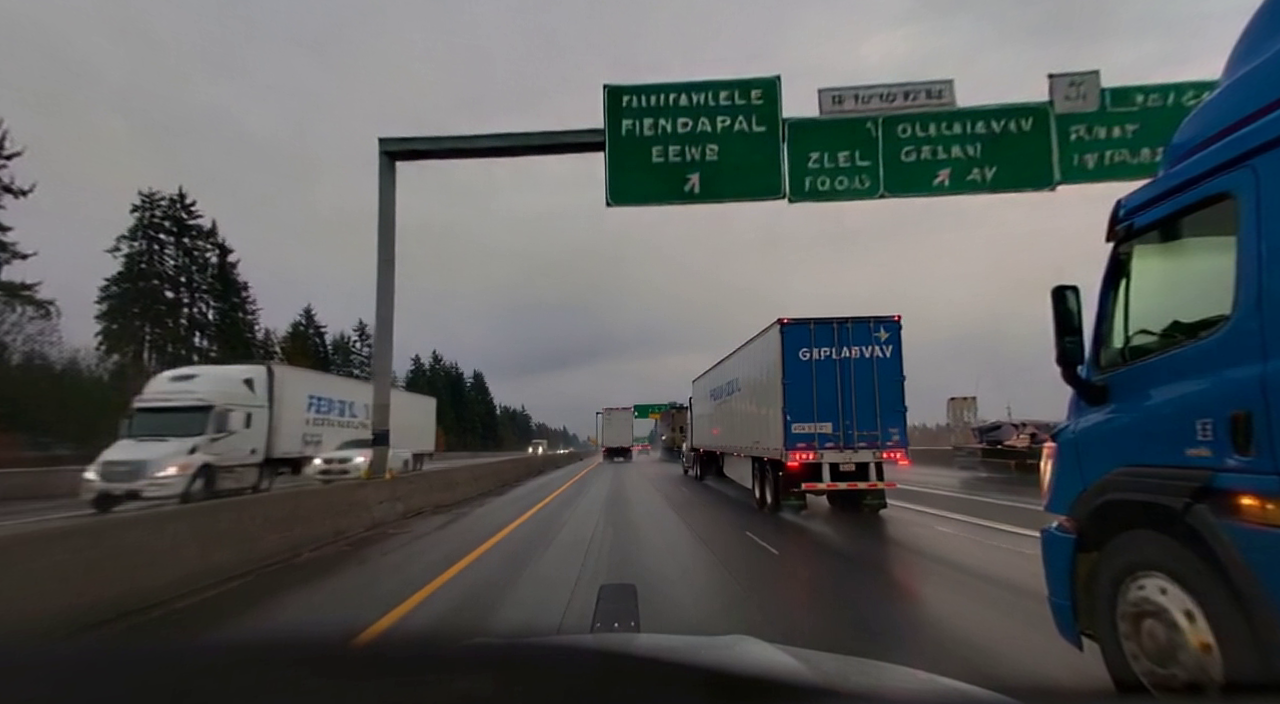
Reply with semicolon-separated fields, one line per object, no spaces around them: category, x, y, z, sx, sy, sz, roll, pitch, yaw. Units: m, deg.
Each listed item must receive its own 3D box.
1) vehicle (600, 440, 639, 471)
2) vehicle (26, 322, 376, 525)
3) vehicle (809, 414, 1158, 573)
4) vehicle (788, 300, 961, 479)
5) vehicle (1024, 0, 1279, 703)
vehicle;-1.051;5.362;32.850;1.943;1.491;3.459;0;-8;-1
vehicle;-12.650;2.472;20.702;2.972;4.669;12.286;0;-8;-2
vehicle;4.515;1.654;8.197;4.253;1.543;2.045;4;-9;-32
vehicle;4.217;0.751;11.743;2.244;3.047;2.035;0;-8;-2
vehicle;4.017;-0.285;0.838;2.951;3.857;5.902;0;-8;-2
